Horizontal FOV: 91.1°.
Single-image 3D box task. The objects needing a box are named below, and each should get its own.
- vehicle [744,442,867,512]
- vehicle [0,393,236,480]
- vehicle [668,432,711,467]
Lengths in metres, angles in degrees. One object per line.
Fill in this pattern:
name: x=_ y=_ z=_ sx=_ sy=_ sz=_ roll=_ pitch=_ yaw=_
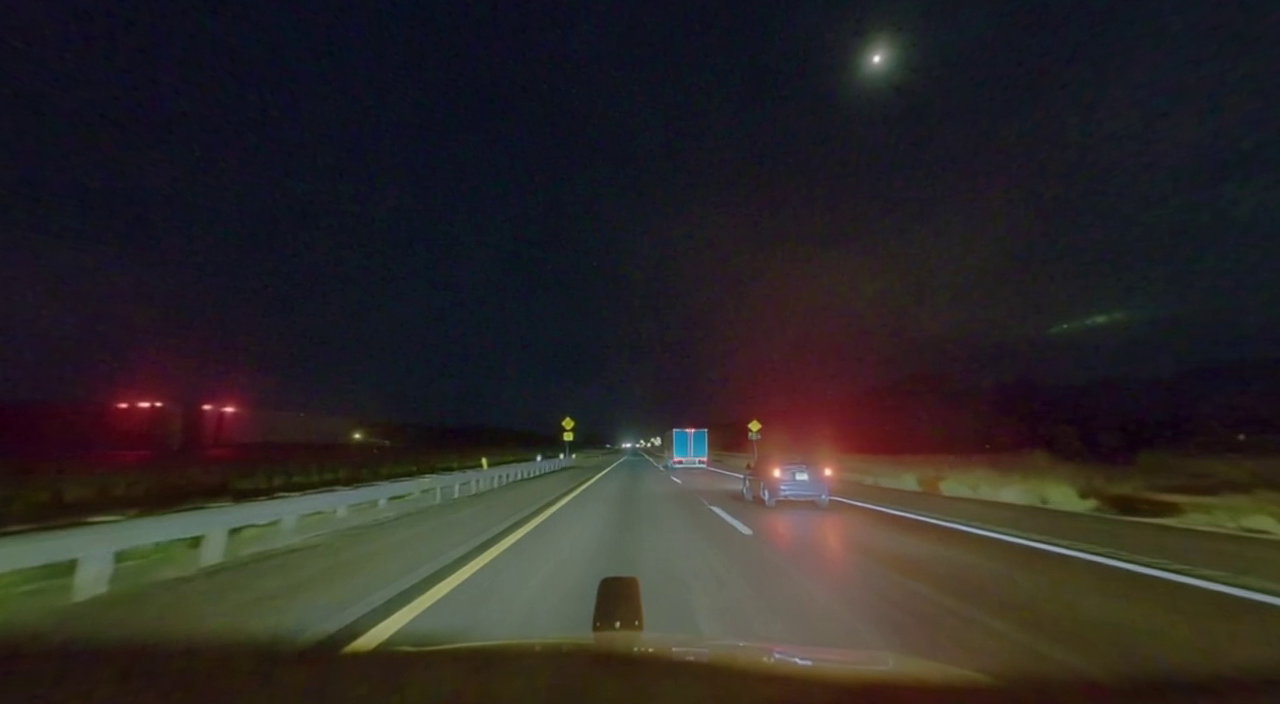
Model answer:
vehicle: x=3.852 y=2.969 z=15.335 sx=1.836 sy=1.459 sz=3.766 roll=0 pitch=-9 yaw=-2
vehicle: x=-30.633 y=5.387 z=38.657 sx=3.029 sy=4.123 sz=16.728 roll=0 pitch=-9 yaw=-9
vehicle: x=3.791 y=7.645 z=49.293 sx=2.597 sy=2.593 sz=5.984 roll=0 pitch=-9 yaw=-2
